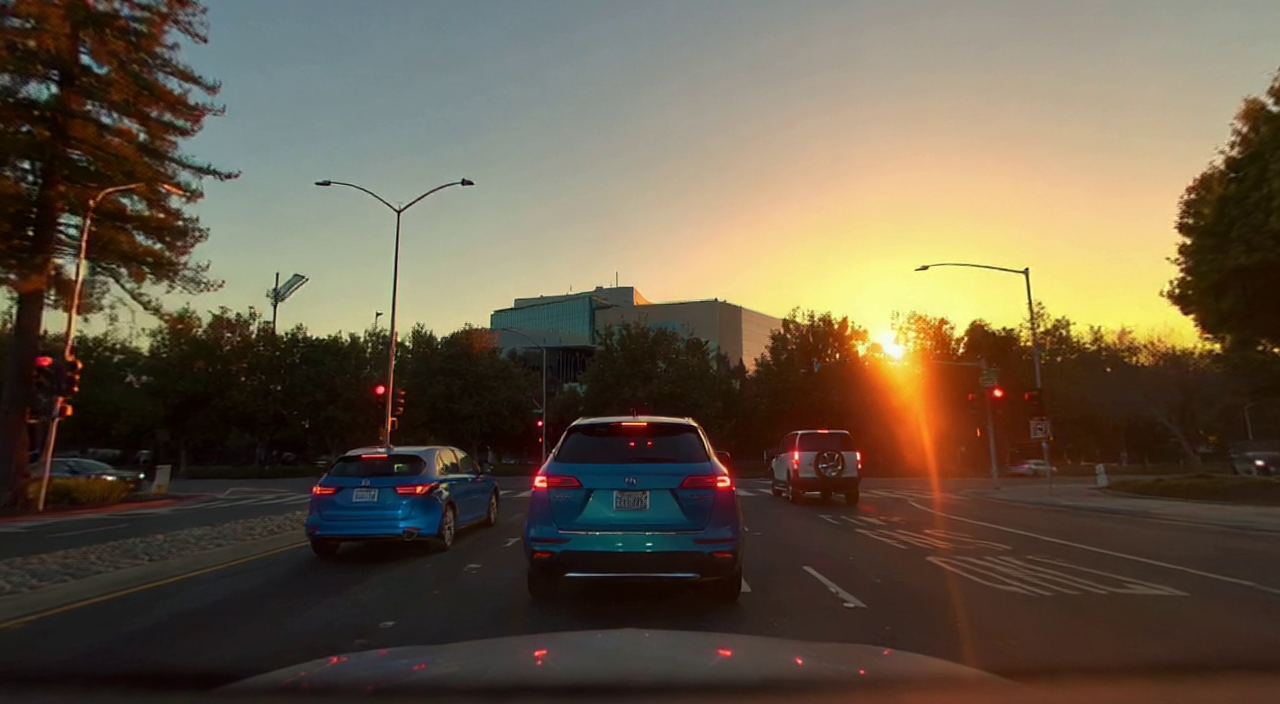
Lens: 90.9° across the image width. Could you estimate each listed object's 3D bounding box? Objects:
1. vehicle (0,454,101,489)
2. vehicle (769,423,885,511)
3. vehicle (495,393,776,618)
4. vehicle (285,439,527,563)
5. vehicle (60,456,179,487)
[{"bbox_3d":[-27.022,5.286,27.968,4.198,1.444,1.765,2,-9,-16],"label":"vehicle"},{"bbox_3d":[4.811,3.002,16.912,2.084,2.053,4.073,-1,-8,4],"label":"vehicle"},{"bbox_3d":[-0.030,1.521,7.173,2.203,1.757,4.286,0,-8,0],"label":"vehicle"},{"bbox_3d":[-3.194,2.098,9.765,1.913,1.453,4.413,0,-8,2],"label":"vehicle"},{"bbox_3d":[-25.986,5.950,31.609,4.140,1.444,1.742,2,-9,-15],"label":"vehicle"}]
